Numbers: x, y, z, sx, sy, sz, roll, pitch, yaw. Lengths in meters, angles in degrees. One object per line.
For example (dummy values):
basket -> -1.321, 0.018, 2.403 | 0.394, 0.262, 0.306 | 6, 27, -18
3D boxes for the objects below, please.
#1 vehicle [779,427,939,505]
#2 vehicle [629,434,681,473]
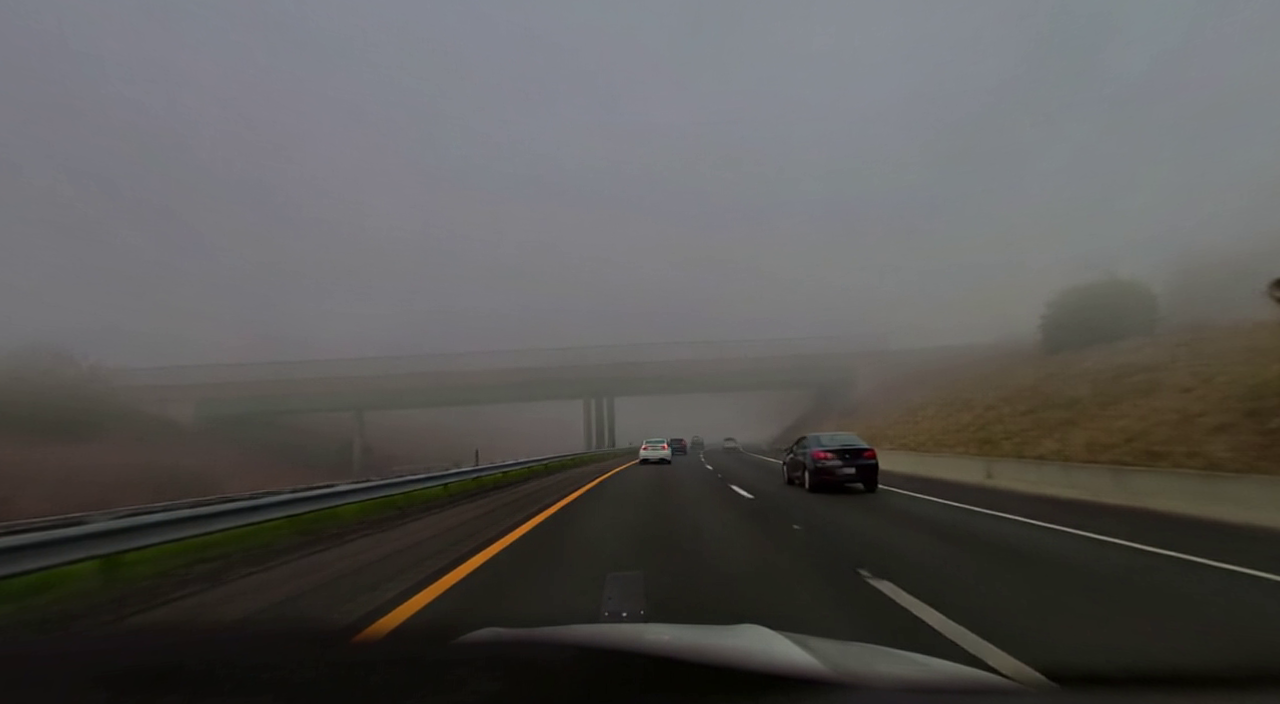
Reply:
vehicle -> 4.704, 2.526, 14.408 | 2.163, 1.489, 4.470 | 0, -8, 2
vehicle -> 0.659, 4.162, 26.026 | 1.993, 1.461, 3.812 | -1, -8, 3
